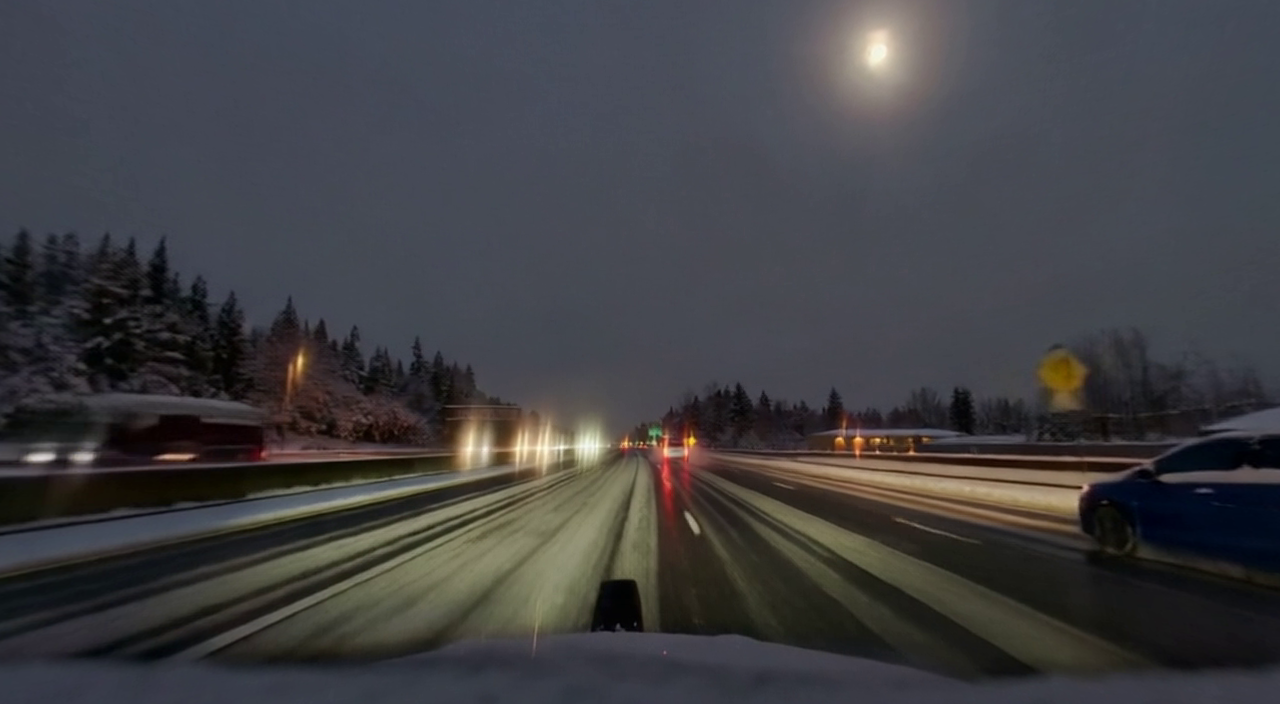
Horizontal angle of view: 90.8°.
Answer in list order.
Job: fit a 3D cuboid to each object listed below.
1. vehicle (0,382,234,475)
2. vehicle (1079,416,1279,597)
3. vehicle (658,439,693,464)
[{"bbox_3d":[-22.028,3.393,27.090,3.096,3.327,8.951,0,-9,1],"label":"vehicle"},{"bbox_3d":[6.482,1.328,5.472,2.029,1.528,4.644,0,-9,0],"label":"vehicle"},{"bbox_3d":[2.462,6.984,44.510,2.127,1.692,4.382,0,-9,-1],"label":"vehicle"}]
